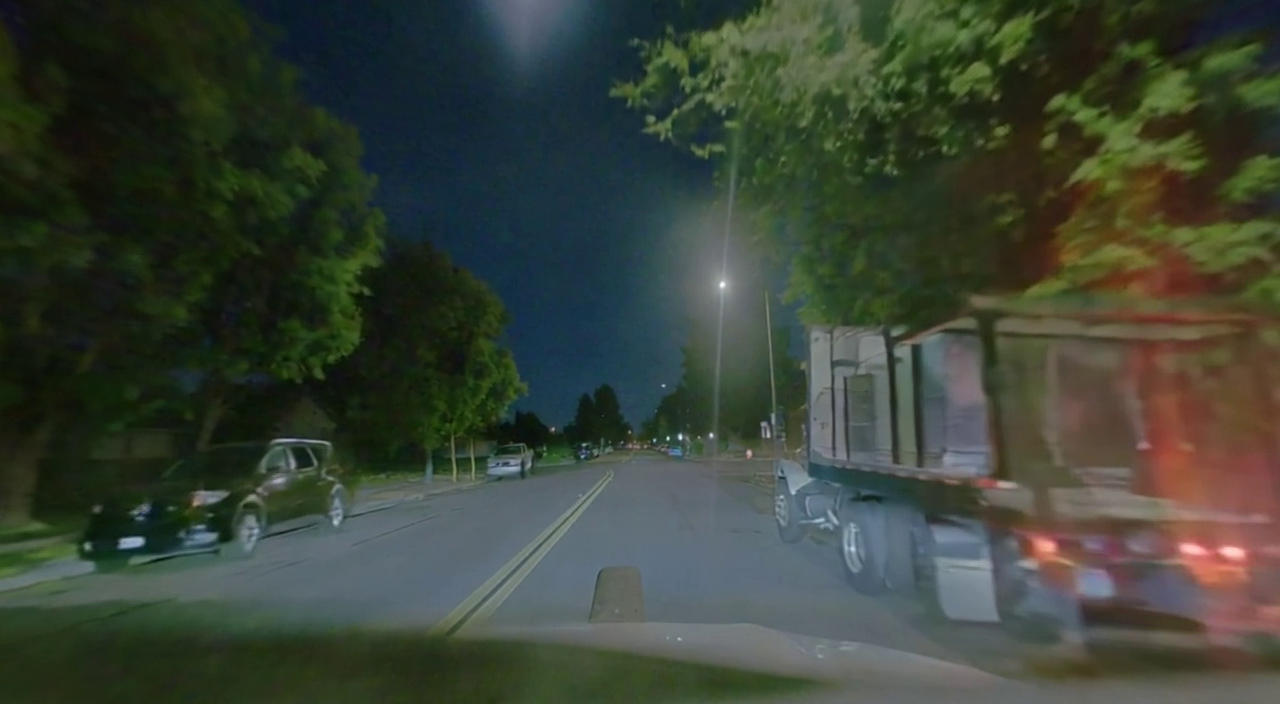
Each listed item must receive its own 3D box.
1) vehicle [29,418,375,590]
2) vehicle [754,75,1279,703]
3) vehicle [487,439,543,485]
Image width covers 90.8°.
[{"bbox_3d":[-6.207,2.145,9.901,2.210,1.849,4.638,-4,-8,-2],"label":"vehicle"},{"bbox_3d":[3.199,0.608,6.556,2.750,3.440,6.535,0,-8,0],"label":"vehicle"},{"bbox_3d":[-5.788,5.096,29.678,2.087,1.835,4.445,-1,-7,-5],"label":"vehicle"}]
